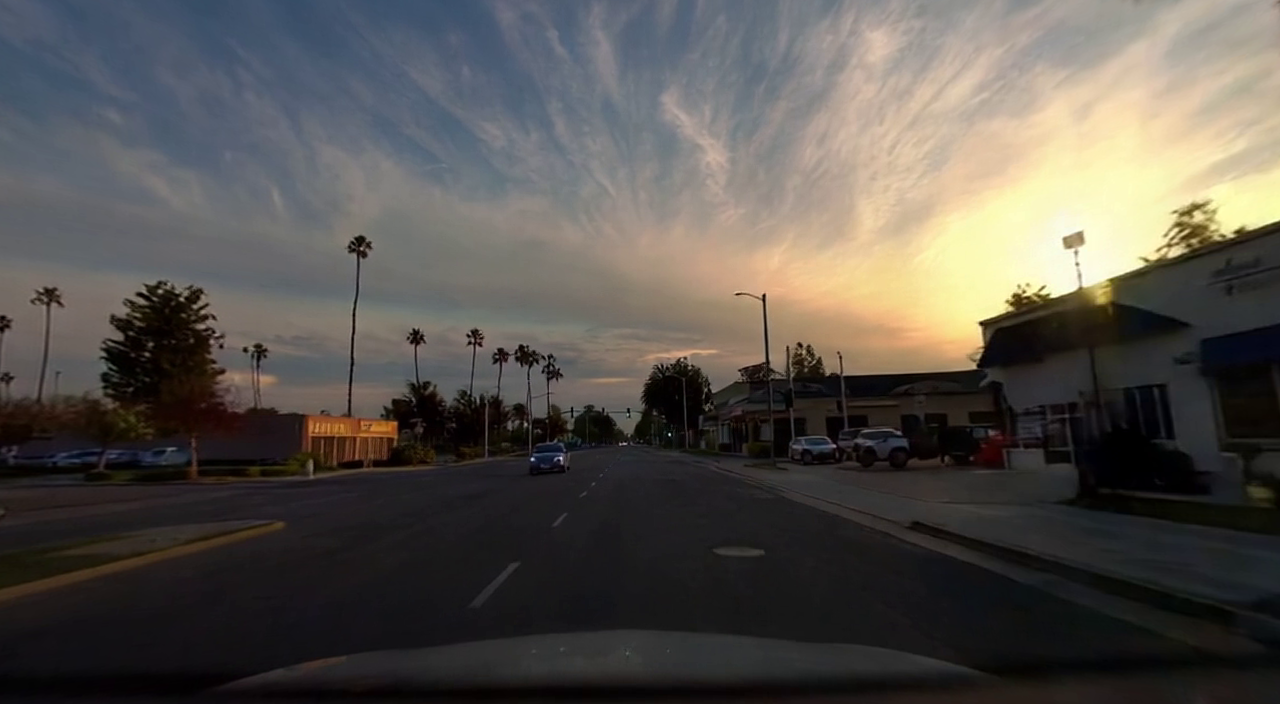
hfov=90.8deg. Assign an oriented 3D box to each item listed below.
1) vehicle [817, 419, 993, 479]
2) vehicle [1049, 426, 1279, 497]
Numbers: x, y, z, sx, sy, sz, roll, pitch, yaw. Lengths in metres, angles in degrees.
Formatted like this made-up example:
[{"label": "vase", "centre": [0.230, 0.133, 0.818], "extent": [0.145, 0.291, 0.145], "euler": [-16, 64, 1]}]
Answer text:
[{"label": "vehicle", "centre": [10.312, 3.864, 25.061], "extent": [5.779, 2.039, 2.450], "euler": [-2, -9, 1]}, {"label": "vehicle", "centre": [12.888, 2.576, 15.099], "extent": [4.872, 1.455, 1.896], "euler": [-1, -8, -2]}]
